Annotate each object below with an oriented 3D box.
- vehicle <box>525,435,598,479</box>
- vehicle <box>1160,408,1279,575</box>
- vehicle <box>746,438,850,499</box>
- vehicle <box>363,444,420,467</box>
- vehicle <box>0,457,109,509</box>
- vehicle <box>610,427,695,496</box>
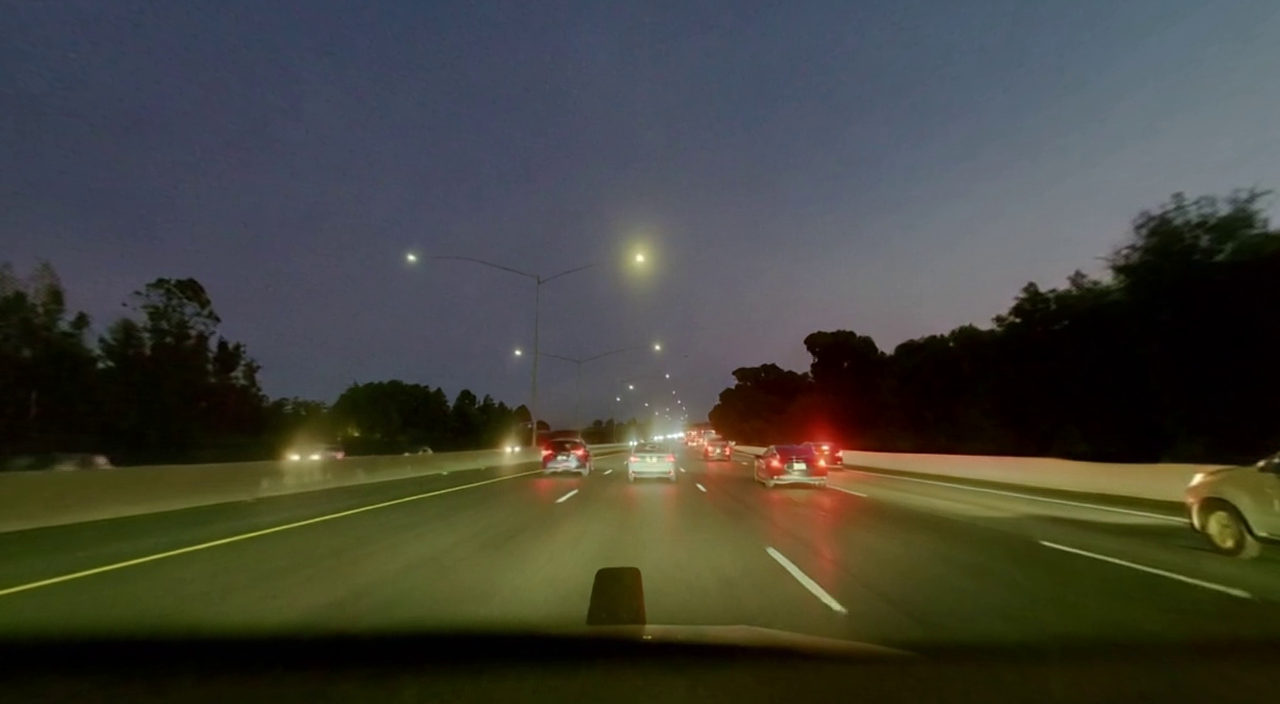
[{"bbox_3d":[-3.092,4.294,25.923,2.128,1.627,4.697,0,-9,3],"label":"vehicle"},{"bbox_3d":[7.394,1.247,5.267,2.028,1.657,4.823,0,-9,2],"label":"vehicle"},{"bbox_3d":[4.364,3.276,18.136,1.999,1.514,4.338,0,-9,2],"label":"vehicle"},{"bbox_3d":[-19.133,7.980,48.784,2.079,1.684,4.734,0,-9,6],"label":"vehicle"},{"bbox_3d":[-20.733,4.253,20.672,2.130,1.523,4.922,0,-9,3],"label":"vehicle"},{"bbox_3d":[0.389,3.112,18.195,2.181,1.728,3.970,0,-9,2],"label":"vehicle"}]
